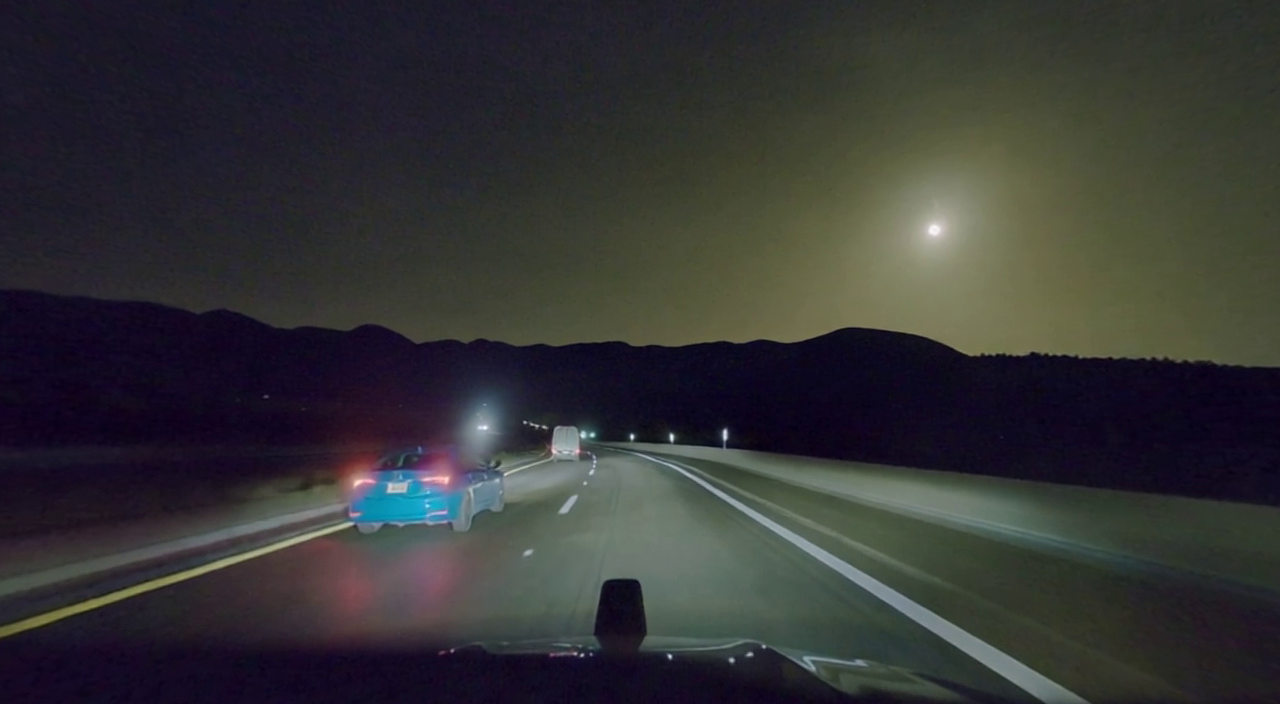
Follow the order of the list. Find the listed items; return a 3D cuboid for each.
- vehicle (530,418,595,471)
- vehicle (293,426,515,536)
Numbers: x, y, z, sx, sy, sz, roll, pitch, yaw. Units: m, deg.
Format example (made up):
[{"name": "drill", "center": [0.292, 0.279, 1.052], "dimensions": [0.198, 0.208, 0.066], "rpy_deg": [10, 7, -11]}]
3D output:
[{"name": "vehicle", "center": [-3.472, 4.301, 29.498], "dimensions": [2.444, 2.204, 5.568], "rpy_deg": [0, -8, -1]}, {"name": "vehicle", "center": [-3.784, 2.142, 11.211], "dimensions": [2.097, 1.511, 4.585], "rpy_deg": [-1, -8, 1]}]
